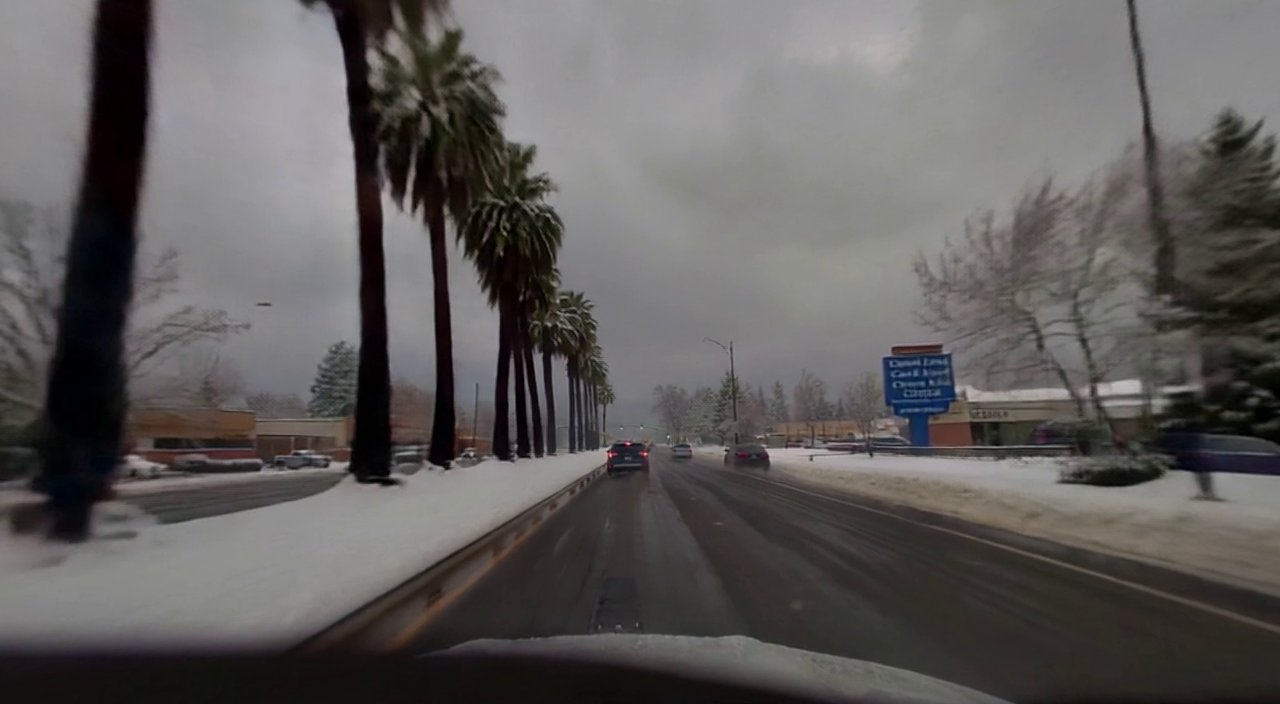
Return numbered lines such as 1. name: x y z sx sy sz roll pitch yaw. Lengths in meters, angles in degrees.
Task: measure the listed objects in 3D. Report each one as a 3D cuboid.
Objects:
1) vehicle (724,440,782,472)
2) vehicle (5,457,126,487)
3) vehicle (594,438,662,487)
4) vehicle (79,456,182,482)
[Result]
1. vehicle: 6.099 5.660 34.657 2.244 1.618 4.585 0 -9 -2
2. vehicle: -30.972 6.458 34.158 4.544 1.533 2.026 0 -9 0
3. vehicle: -0.367 3.727 21.611 2.106 1.496 3.964 0 -9 0
4. vehicle: -30.163 6.930 37.526 4.345 1.476 1.937 0 -9 -2
